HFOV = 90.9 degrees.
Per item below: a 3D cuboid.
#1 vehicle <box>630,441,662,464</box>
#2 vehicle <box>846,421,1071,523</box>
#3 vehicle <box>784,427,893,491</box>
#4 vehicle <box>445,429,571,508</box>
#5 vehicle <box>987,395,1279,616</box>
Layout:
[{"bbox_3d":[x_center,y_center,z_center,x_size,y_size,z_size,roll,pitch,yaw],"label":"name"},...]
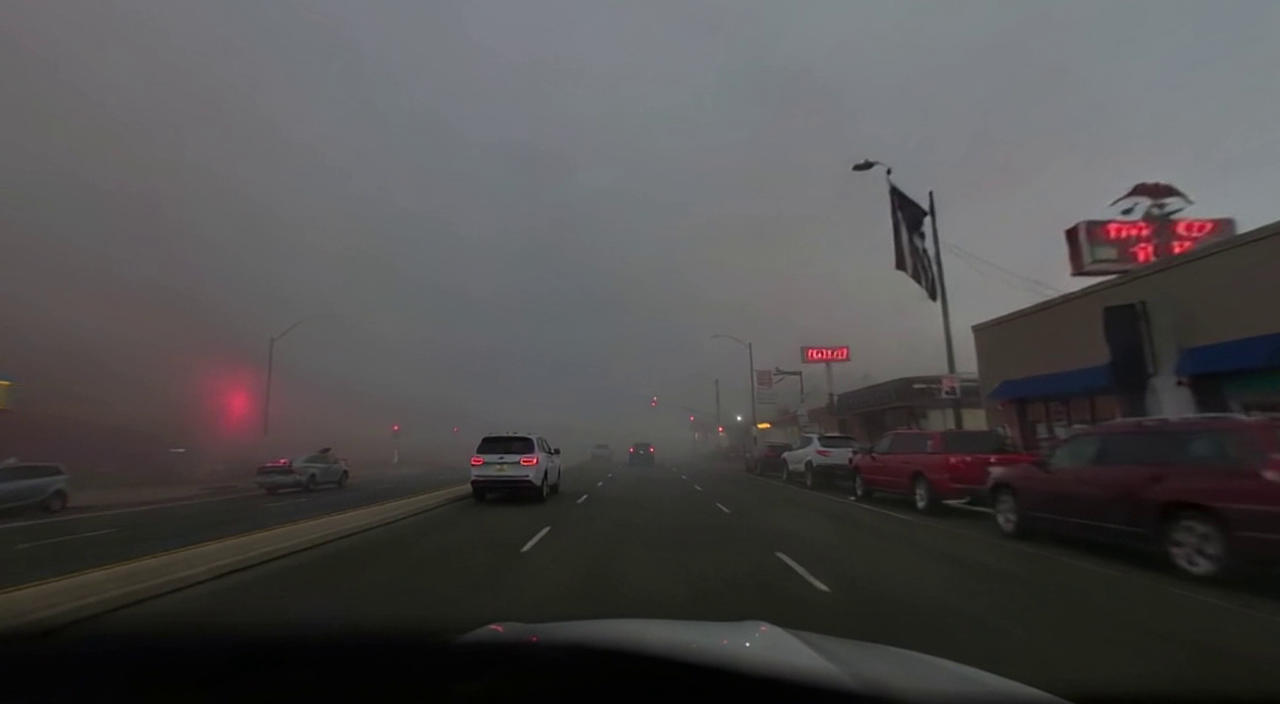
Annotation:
[{"bbox_3d":[0.374,6.791,42.836,2.037,1.484,4.073,0,-9,0],"label":"vehicle"},{"bbox_3d":[6.490,2.519,13.802,2.203,1.797,5.165,0,-9,0],"label":"vehicle"},{"bbox_3d":[6.429,3.530,21.082,2.128,1.900,4.724,0,-9,0],"label":"vehicle"},{"bbox_3d":[-3.033,2.801,15.599,2.049,1.646,4.445,0,-9,2],"label":"vehicle"},{"bbox_3d":[6.384,1.579,7.221,1.985,1.835,4.936,0,-9,0],"label":"vehicle"}]
